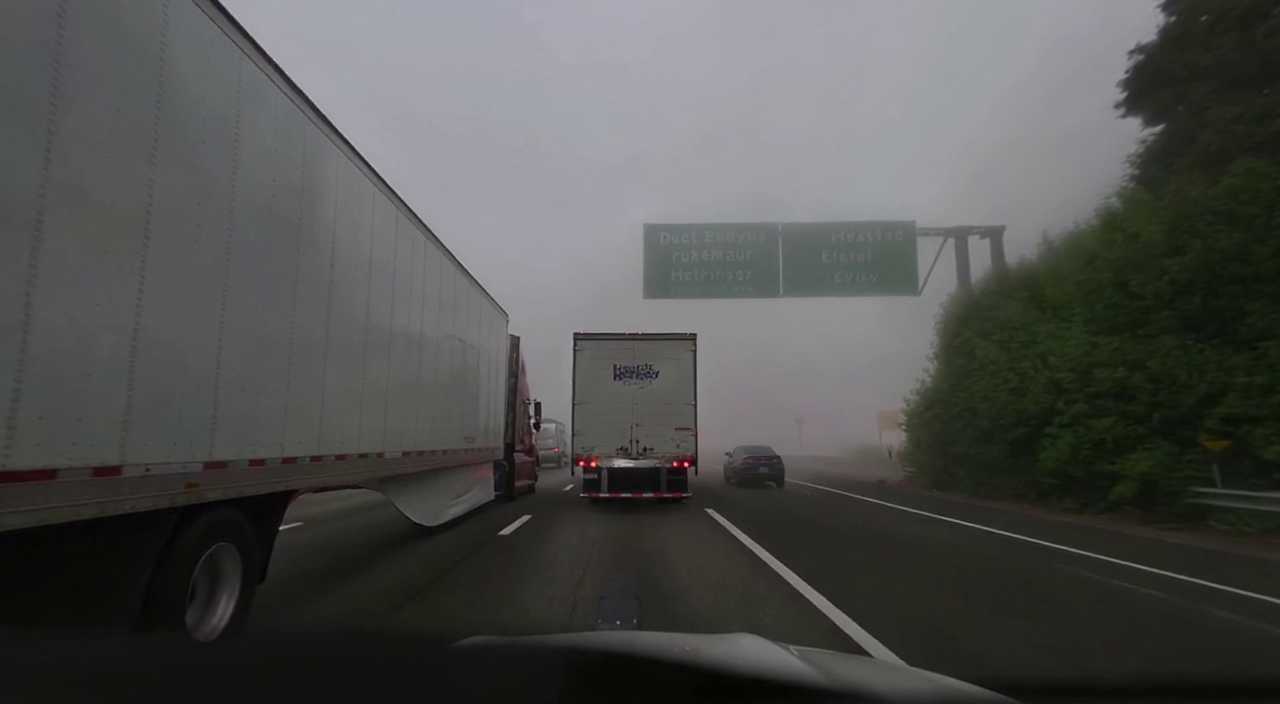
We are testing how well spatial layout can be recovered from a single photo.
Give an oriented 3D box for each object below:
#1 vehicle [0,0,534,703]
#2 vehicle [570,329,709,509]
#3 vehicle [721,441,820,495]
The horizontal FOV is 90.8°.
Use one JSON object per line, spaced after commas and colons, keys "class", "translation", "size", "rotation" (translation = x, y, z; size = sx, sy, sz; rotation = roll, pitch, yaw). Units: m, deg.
{"class": "vehicle", "translation": [-4.098, 0.416, 7.461], "size": [2.873, 4.107, 15.970], "rotation": [0, -8, 0]}
{"class": "vehicle", "translation": [-0.094, 2.119, 18.367], "size": [2.910, 3.828, 9.805], "rotation": [0, -9, -1]}
{"class": "vehicle", "translation": [3.856, 3.507, 19.552], "size": [2.010, 1.446, 4.579], "rotation": [0, -9, -1]}
